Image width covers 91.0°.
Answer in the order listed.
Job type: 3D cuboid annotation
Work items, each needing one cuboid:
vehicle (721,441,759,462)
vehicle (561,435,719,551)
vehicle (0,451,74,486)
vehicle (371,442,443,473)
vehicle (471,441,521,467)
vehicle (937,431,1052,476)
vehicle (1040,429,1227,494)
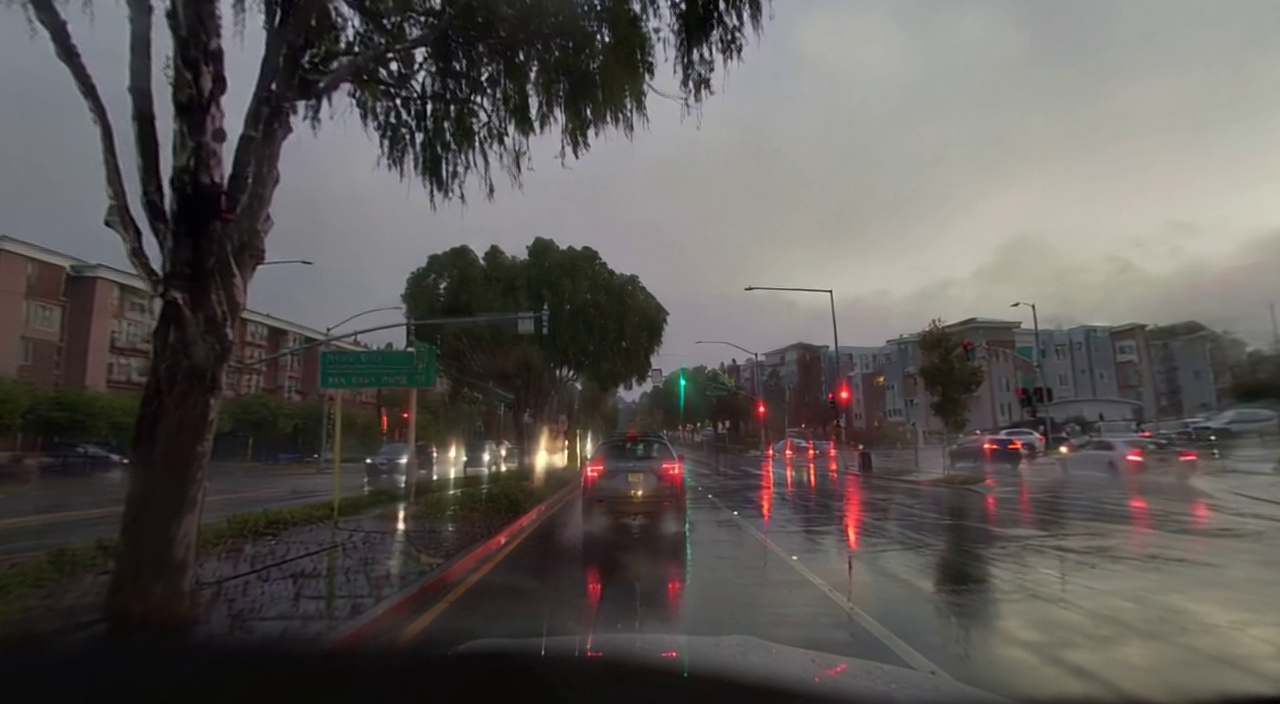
[{"bbox_3d":[6.966,6.991,44.288,1.932,1.439,4.159,0,-9,-1],"label":"vehicle"},{"bbox_3d":[-0.107,2.110,10.155,2.010,1.447,4.121,0,-9,-3],"label":"vehicle"},{"bbox_3d":[-27.408,5.025,27.215,1.773,1.438,4.268,0,-9,2],"label":"vehicle"},{"bbox_3d":[-12.259,5.574,33.426,2.125,1.495,4.308,0,-9,1],"label":"vehicle"},{"bbox_3d":[-8.798,6.245,38.759,1.994,1.474,4.411,0,-9,0],"label":"vehicle"},{"bbox_3d":[13.068,3.773,23.501,1.887,1.504,3.898,0,-9,-2],"label":"vehicle"},{"bbox_3d":[13.076,2.919,17.060,1.859,1.525,3.948,0,-9,1],"label":"vehicle"}]
